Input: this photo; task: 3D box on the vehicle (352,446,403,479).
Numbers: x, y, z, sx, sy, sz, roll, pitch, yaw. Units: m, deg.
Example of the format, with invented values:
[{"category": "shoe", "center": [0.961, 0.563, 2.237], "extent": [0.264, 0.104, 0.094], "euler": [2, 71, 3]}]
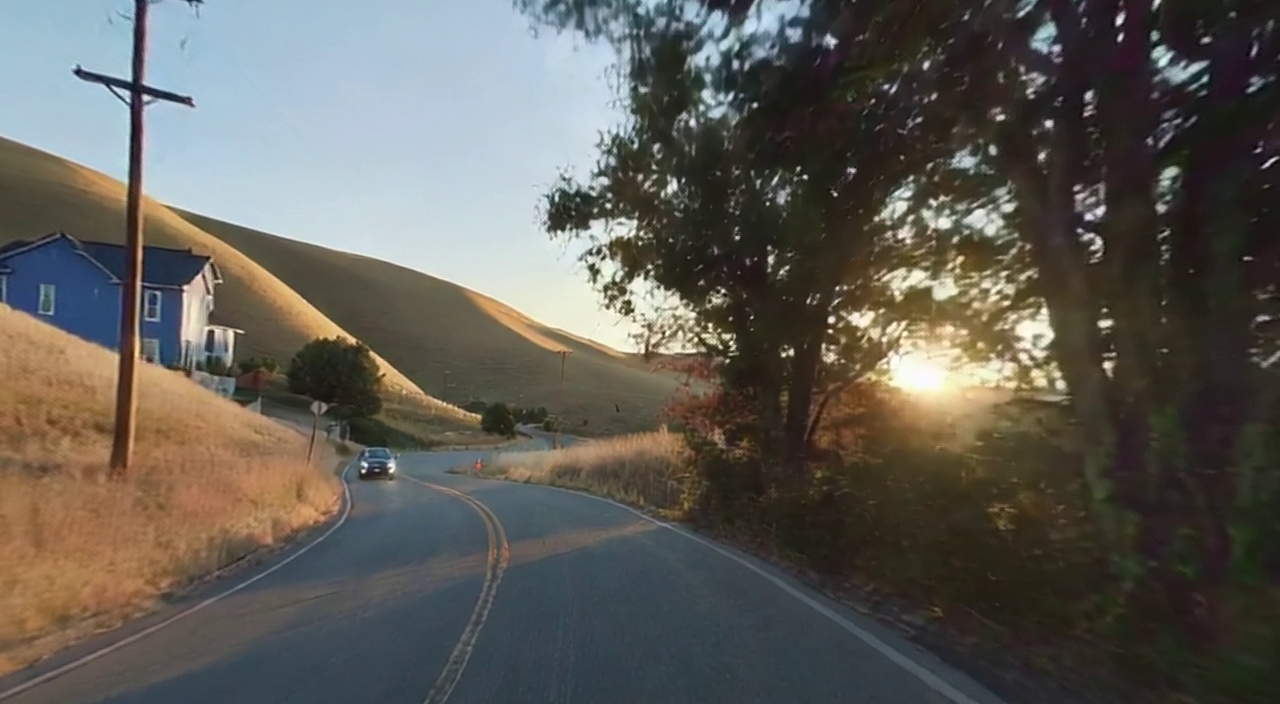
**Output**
[{"category": "vehicle", "center": [-12.979, 5.385, 31.093], "extent": [2.063, 1.485, 3.997], "euler": [4, -9, -25]}]
